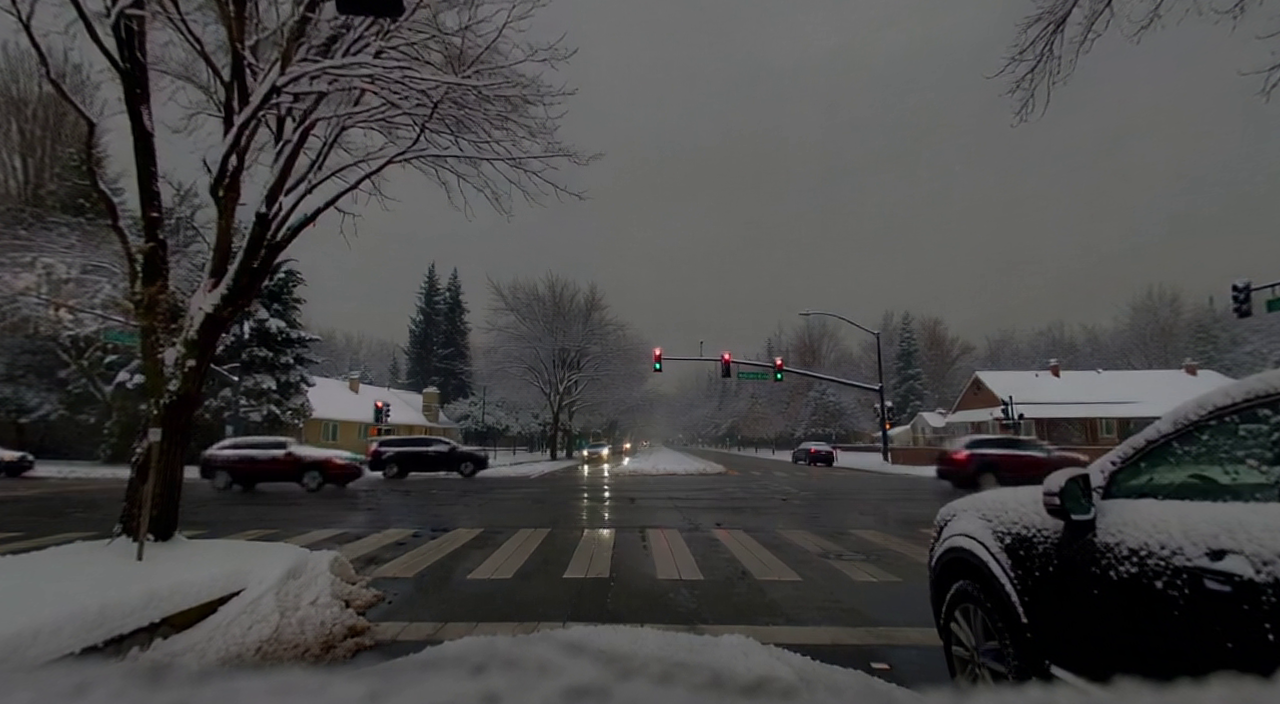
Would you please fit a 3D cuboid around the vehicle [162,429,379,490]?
[{"bbox_3d":[-11.286,3.307,19.592,5.403,1.759,2.040,0,-9,0],"label":"vehicle"}]

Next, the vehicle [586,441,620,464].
[{"bbox_3d":[-2.412,6.712,42.276,2.046,1.491,4.118,0,-9,0],"label":"vehicle"}]

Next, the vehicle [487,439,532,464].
[{"bbox_3d":[-8.935,6.871,43.686,2.028,1.654,5.027,0,-9,1],"label":"vehicle"}]

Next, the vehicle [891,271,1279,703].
[{"bbox_3d":[2.723,0.710,1.729,2.085,1.800,4.908,0,-9,1],"label":"vehicle"}]

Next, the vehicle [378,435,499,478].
[{"bbox_3d":[-8.450,4.345,26.473,4.532,1.633,2.130,4,-9,-24],"label":"vehicle"}]
